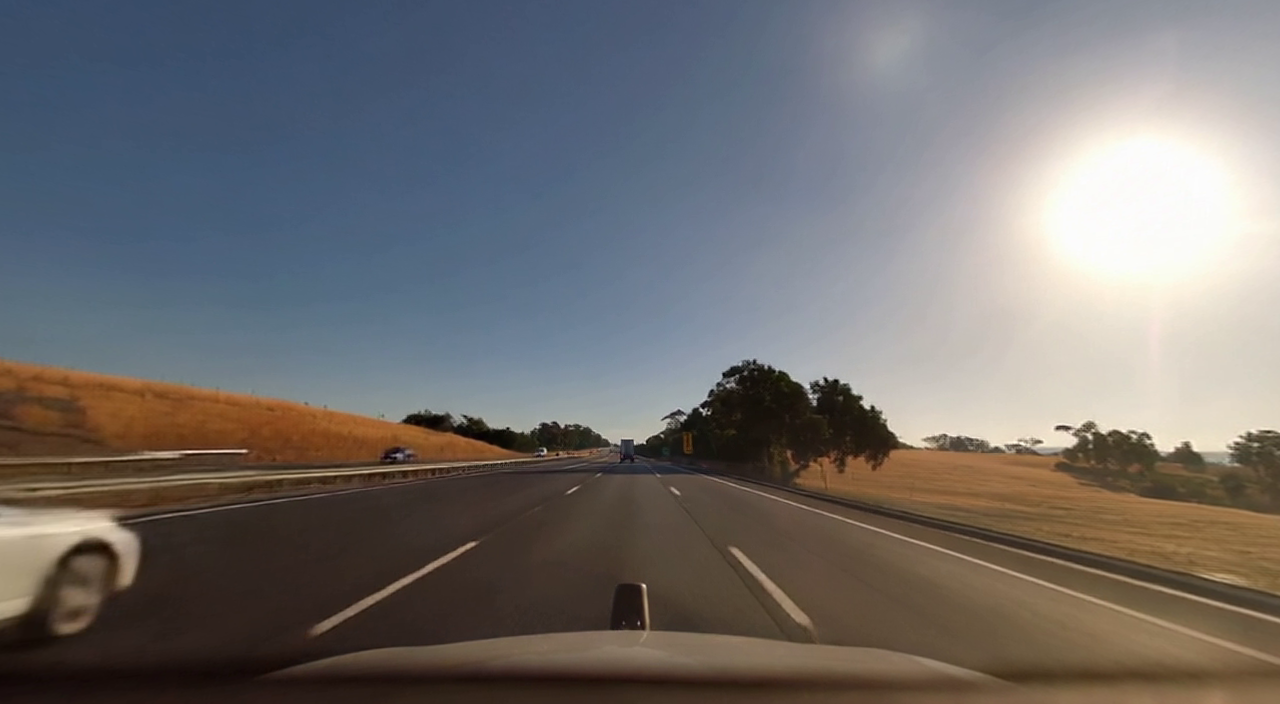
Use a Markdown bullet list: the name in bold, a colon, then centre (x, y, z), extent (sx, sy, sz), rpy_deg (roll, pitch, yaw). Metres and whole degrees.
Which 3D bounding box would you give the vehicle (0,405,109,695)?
- **vehicle**: centre (-4.565, 0.806, 1.588), extent (2.108, 1.573, 5.000), rpy_deg (0, -9, 0)
